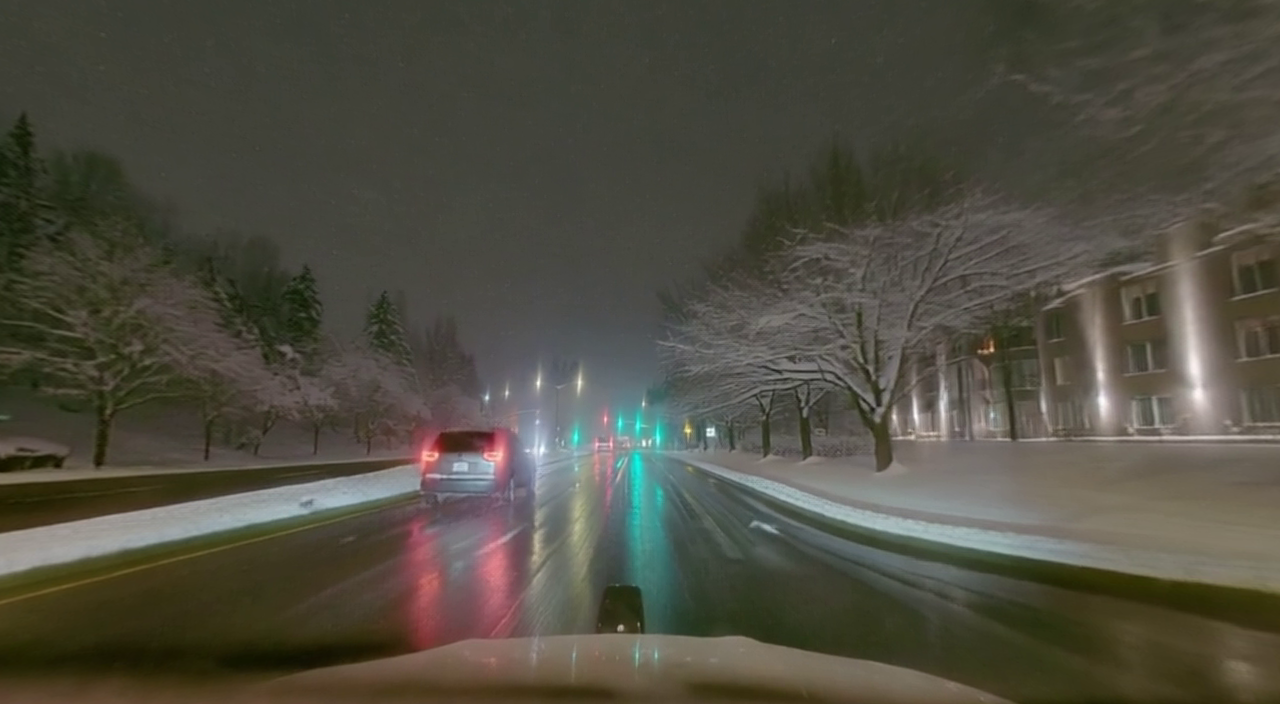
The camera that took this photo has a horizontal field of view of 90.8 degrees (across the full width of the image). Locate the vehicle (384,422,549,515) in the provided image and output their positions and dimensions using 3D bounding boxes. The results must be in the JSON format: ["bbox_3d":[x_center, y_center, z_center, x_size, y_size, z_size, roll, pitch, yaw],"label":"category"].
[{"bbox_3d":[-3.539,2.484,14.039,2.202,1.685,4.772,0,-8,1],"label":"vehicle"}]
